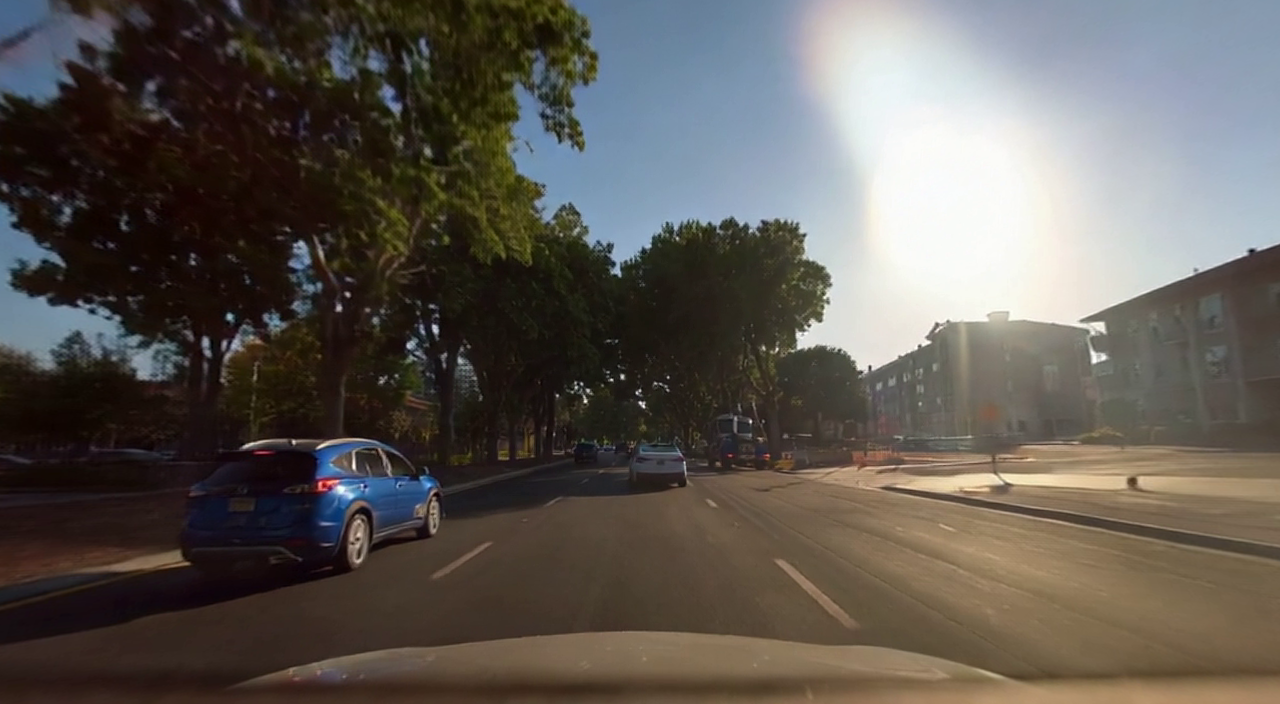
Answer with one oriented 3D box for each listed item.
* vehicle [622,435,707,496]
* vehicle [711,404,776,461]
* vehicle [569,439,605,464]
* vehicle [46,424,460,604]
[{"bbox_3d":[0.595,3.089,17.533,2.086,1.466,4.026,0,-8,0],"label":"vehicle"},{"bbox_3d":[5.999,4.815,37.489,2.736,3.078,5.825,-1,-8,-1],"label":"vehicle"},{"bbox_3d":[-3.673,7.010,44.365,2.062,1.641,4.193,0,-8,2],"label":"vehicle"},{"bbox_3d":[-3.979,1.727,7.794,2.003,1.507,4.808,0,-8,1],"label":"vehicle"}]
